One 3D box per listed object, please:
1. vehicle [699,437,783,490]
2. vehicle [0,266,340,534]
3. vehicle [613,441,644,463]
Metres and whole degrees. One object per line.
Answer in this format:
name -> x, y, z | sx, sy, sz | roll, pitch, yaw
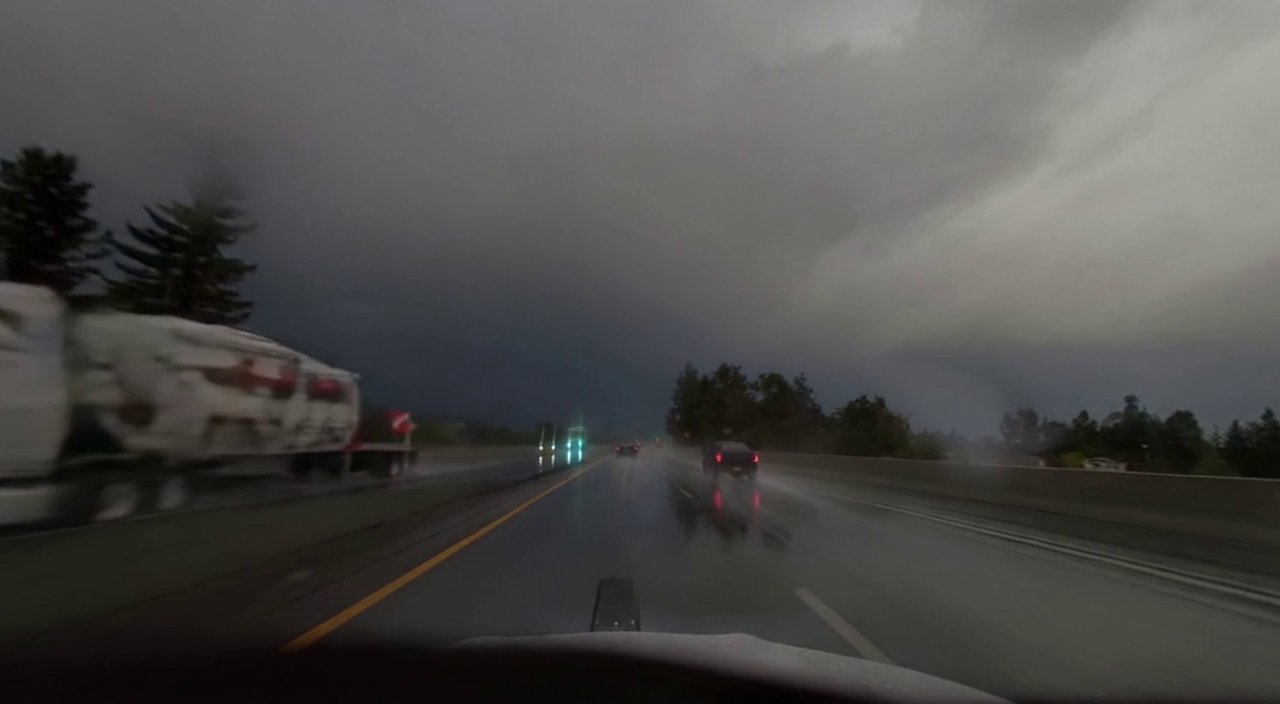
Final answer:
vehicle -> 3.171, 3.586, 20.594 | 2.146, 1.546, 3.796 | -1, -8, 1
vehicle -> -11.081, 1.389, 13.988 | 2.876, 3.973, 12.525 | 0, -8, -1
vehicle -> -0.875, 7.393, 46.689 | 2.178, 1.559, 4.254 | 0, -8, -1
